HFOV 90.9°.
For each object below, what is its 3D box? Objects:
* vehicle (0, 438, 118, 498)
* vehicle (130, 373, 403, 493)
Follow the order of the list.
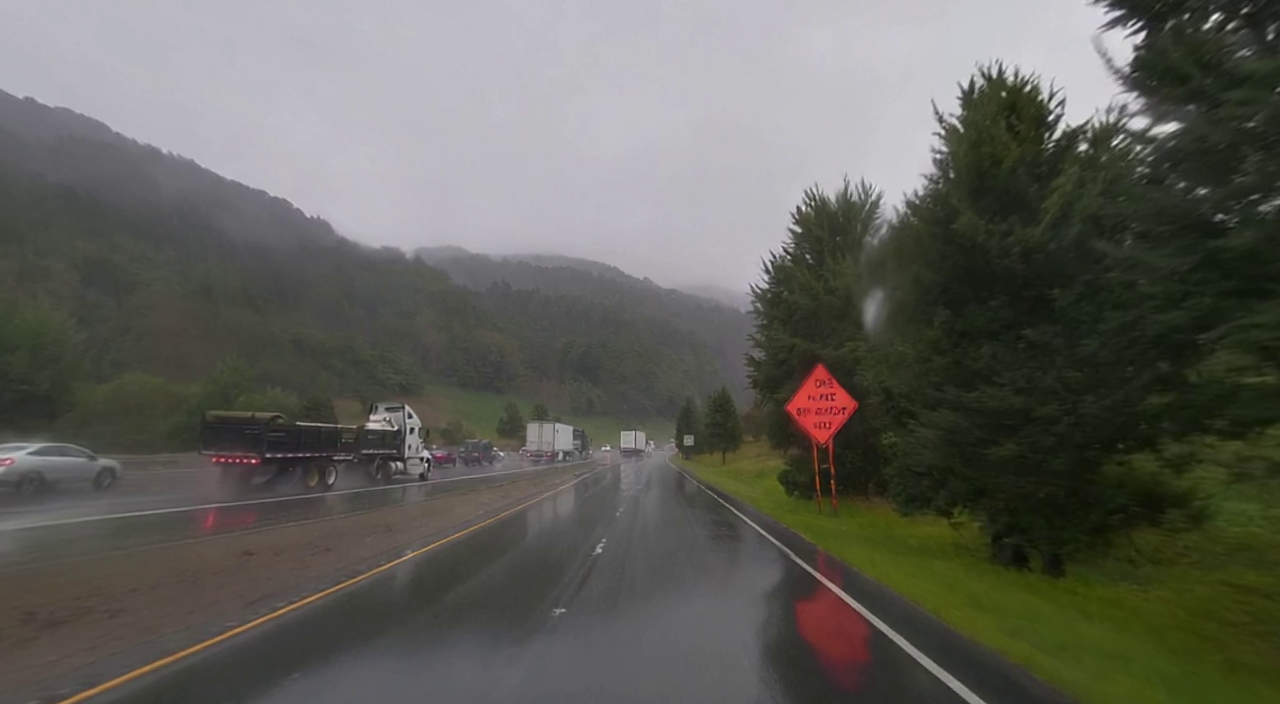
[{"bbox_3d":[-18.107,3.359,18.414,1.856,1.628,4.109,-1,-9,7],"label":"vehicle"},{"bbox_3d":[-13.481,3.332,24.837,2.745,3.617,11.590,-1,-9,5],"label":"vehicle"}]
